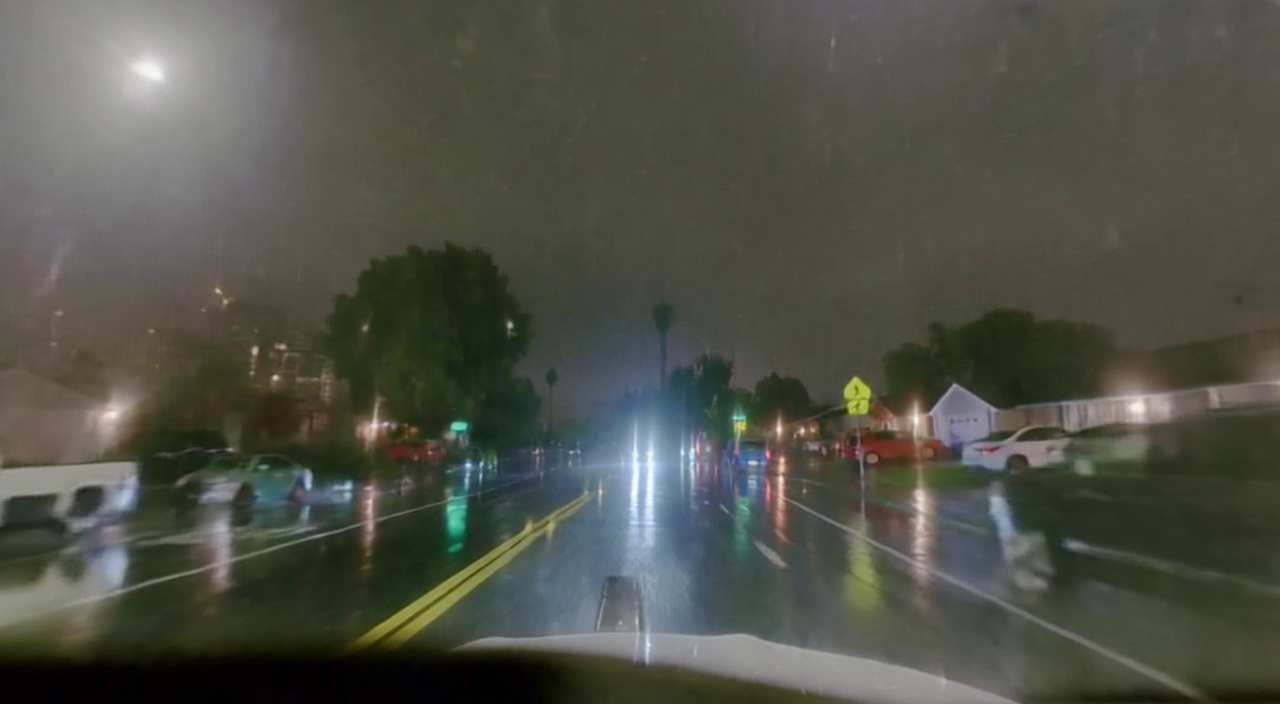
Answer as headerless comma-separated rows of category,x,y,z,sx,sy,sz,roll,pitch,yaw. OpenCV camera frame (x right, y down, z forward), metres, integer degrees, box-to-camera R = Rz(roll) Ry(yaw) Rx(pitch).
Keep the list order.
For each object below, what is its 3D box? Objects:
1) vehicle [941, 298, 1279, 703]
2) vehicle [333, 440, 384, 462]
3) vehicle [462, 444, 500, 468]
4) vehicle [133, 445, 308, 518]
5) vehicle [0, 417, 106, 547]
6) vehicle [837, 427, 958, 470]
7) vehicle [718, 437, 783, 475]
vehicle,4.520,0.934,3.607,2.574,2.156,6.672,3,-8,2
vehicle,-19.701,6.937,44.265,1.942,1.464,4.537,1,-9,-7
vehicle,-11.961,7.825,47.600,2.292,1.499,4.661,-3,-8,-9
vehicle,-10.934,3.417,16.856,1.967,1.488,4.216,-5,-10,-3
vehicle,-11.158,1.995,8.944,2.450,1.998,5.367,-5,-9,1
vehicle,12.375,4.646,30.436,4.882,1.766,2.040,-2,-8,-2
vehicle,5.794,5.511,33.875,1.954,1.732,6.409,3,-8,-3
